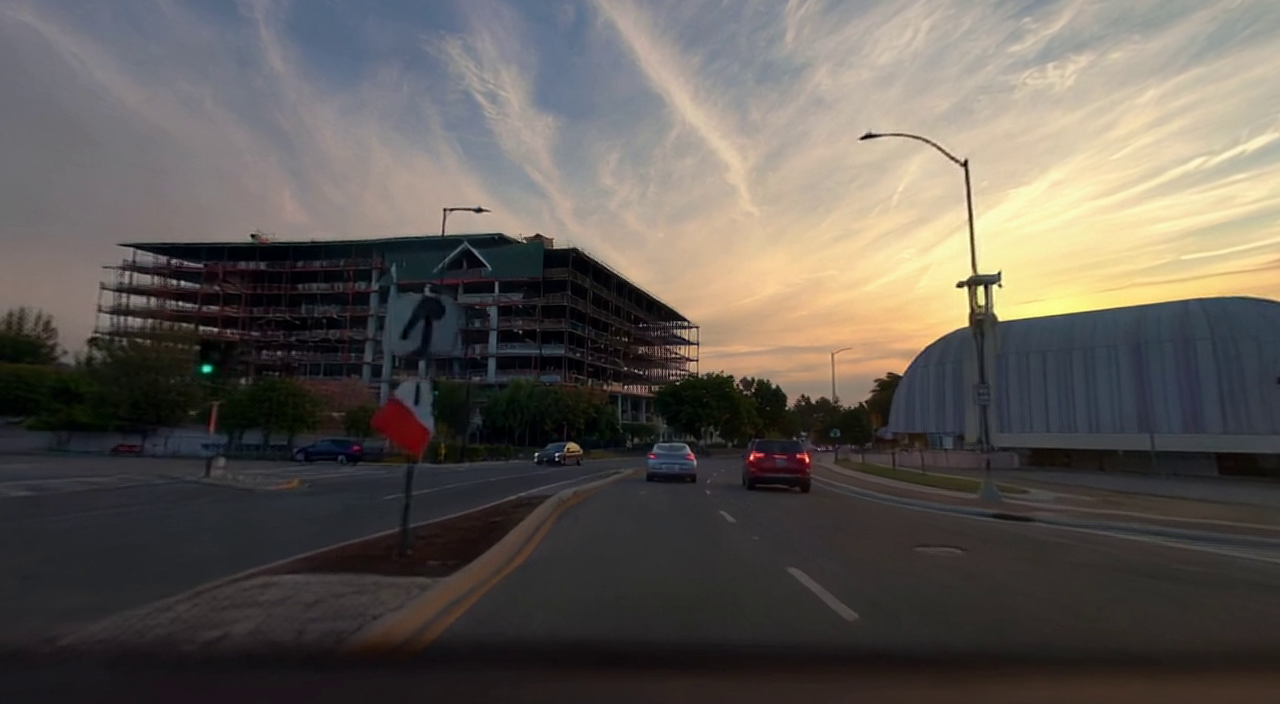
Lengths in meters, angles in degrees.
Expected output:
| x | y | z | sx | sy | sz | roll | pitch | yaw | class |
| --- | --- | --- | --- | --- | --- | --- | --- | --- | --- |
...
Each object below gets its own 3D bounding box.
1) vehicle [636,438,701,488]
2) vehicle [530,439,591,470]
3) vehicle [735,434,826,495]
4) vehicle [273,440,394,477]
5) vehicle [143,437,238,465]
| x | y | z | sx | sy | sz | roll | pitch | yaw | class |
| --- | --- | --- | --- | --- | --- | --- | --- | --- | --- |
| 1.099 | 3.934 | 22.669 | 2.132 | 1.632 | 3.889 | -1 | -9 | 5 | vehicle |
| -4.803 | 6.327 | 38.989 | 2.254 | 1.789 | 4.736 | -2 | -9 | 13 | vehicle |
| 4.535 | 3.708 | 21.231 | 2.320 | 1.772 | 4.872 | 0 | -9 | 5 | vehicle |
| -13.292 | 4.633 | 27.601 | 4.351 | 1.490 | 2.012 | 2 | -9 | -13 | vehicle |
| -29.896 | 6.611 | 42.085 | 1.951 | 1.743 | 4.619 | -5 | -10 | 29 | vehicle |
